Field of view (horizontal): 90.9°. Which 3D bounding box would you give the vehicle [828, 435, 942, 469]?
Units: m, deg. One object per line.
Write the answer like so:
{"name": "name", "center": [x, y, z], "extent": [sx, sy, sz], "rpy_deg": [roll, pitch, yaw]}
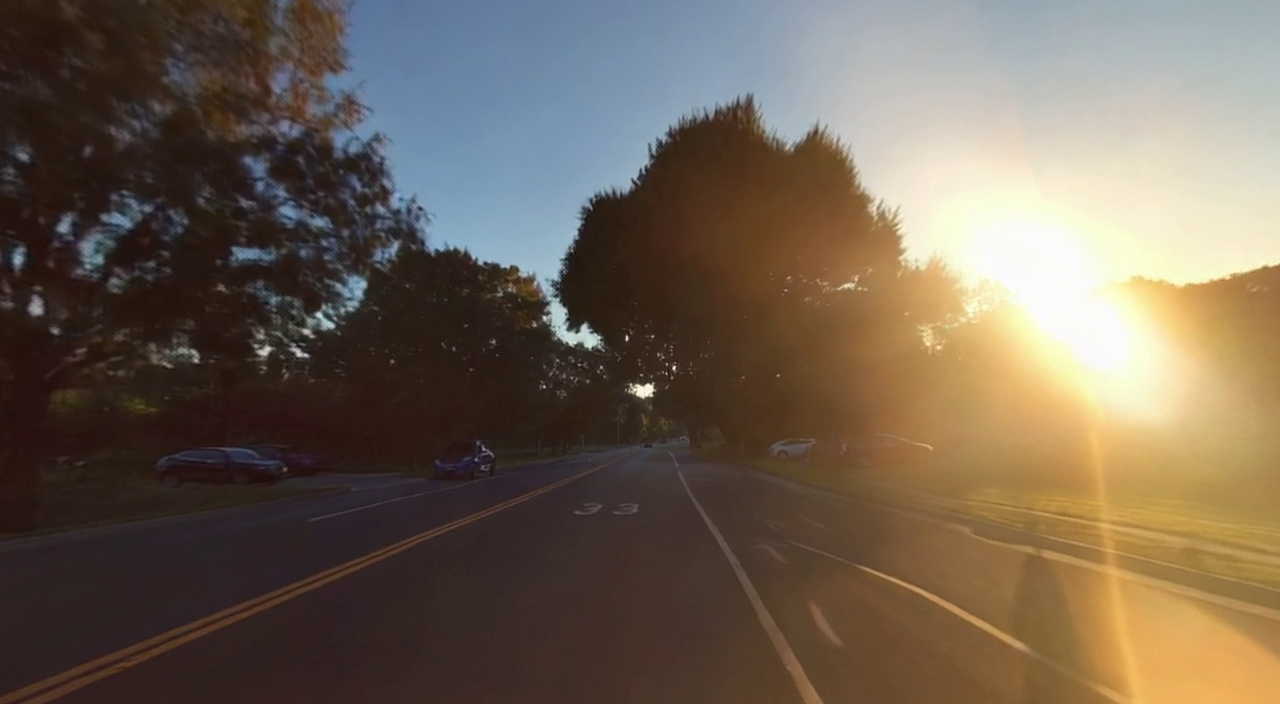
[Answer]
{"name": "vehicle", "center": [11.130, 4.582, 28.887], "extent": [4.460, 1.456, 1.804], "rpy_deg": [-1, -9, 3]}

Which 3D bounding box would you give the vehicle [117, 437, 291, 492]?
{"name": "vehicle", "center": [-15.687, 4.050, 22.879], "extent": [4.753, 1.850, 2.127], "rpy_deg": [-1, -9, 3]}

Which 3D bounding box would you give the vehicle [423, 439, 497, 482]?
{"name": "vehicle", "center": [-8.432, 5.084, 29.959], "extent": [2.142, 1.723, 4.275], "rpy_deg": [-3, -8, 2]}
